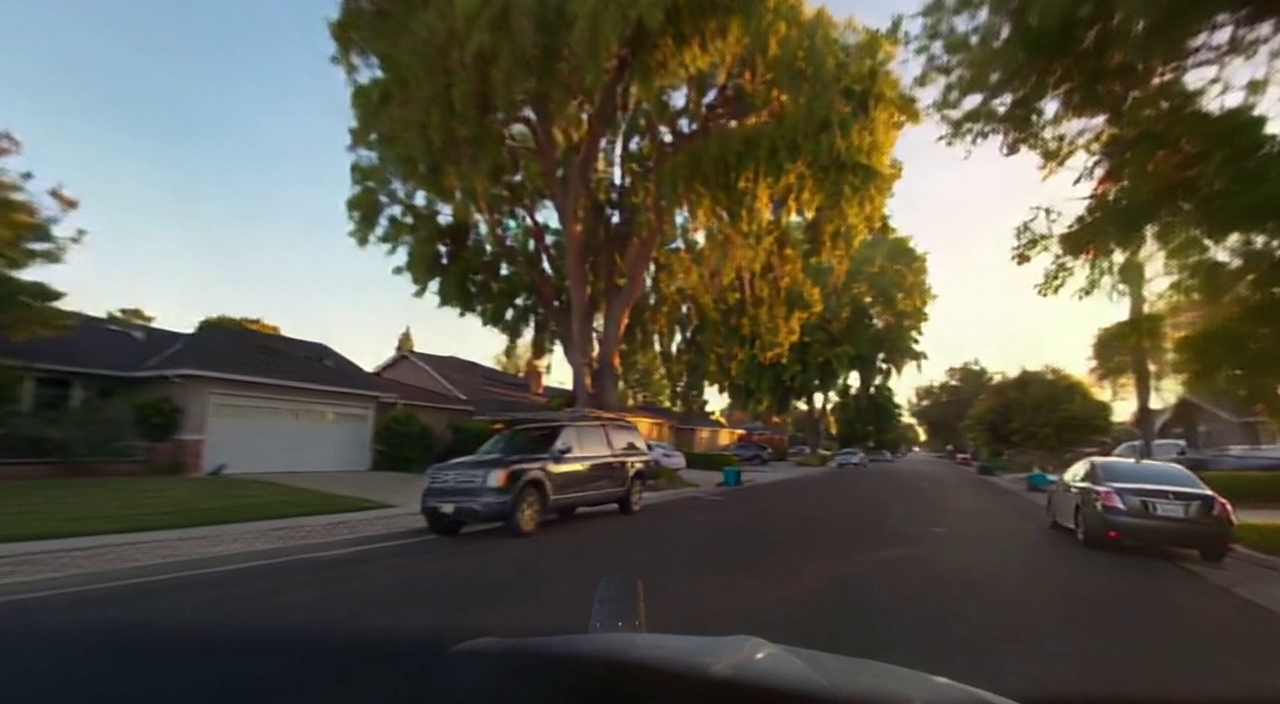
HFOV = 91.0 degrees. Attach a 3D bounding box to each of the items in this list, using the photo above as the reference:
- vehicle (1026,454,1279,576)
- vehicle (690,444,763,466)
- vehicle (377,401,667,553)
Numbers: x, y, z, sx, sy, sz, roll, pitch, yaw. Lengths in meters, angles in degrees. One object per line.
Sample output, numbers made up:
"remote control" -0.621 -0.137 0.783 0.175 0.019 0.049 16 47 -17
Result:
"vehicle" 7.902 2.424 10.320 1.959 1.431 4.647 -4 -10 23
"vehicle" 6.362 7.581 46.348 4.977 1.558 2.079 -4 -10 25
"vehicle" -1.689 2.236 11.970 2.337 2.084 6.088 -4 -10 23
